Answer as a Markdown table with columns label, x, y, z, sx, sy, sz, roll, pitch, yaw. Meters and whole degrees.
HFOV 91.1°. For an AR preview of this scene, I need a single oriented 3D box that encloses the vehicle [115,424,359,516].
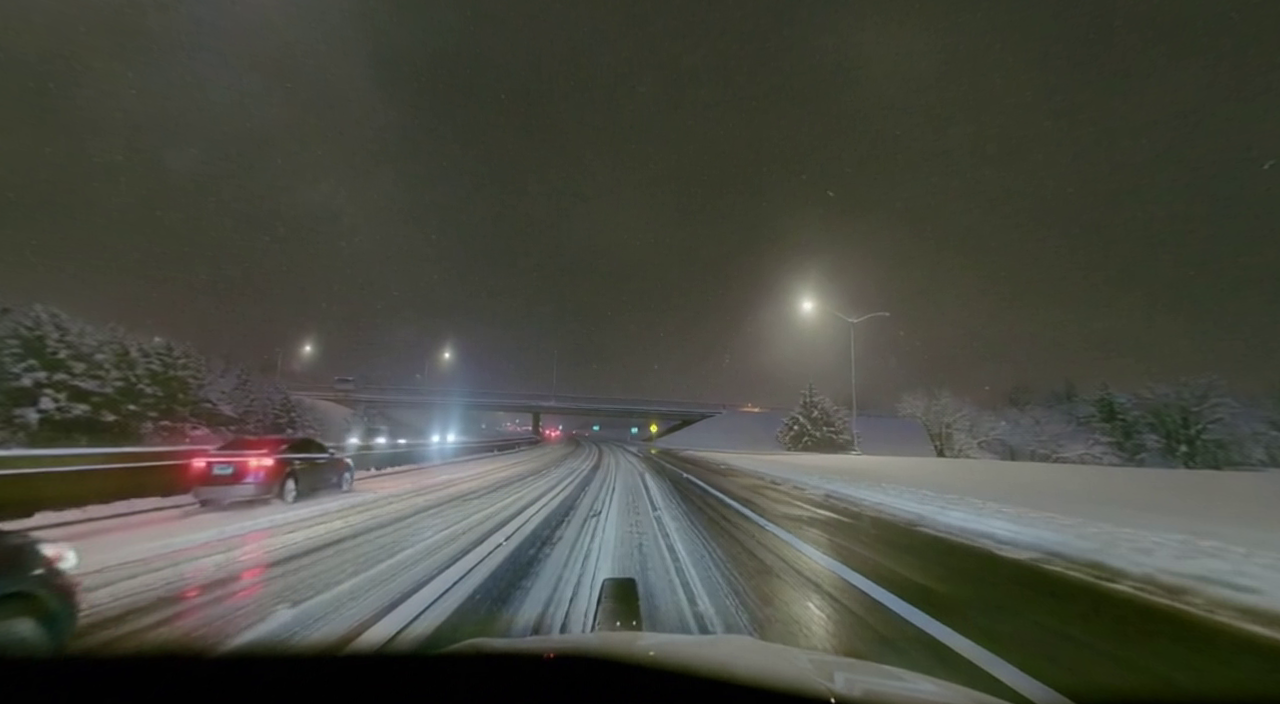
| label | x | y | z | sx | sy | sz | roll | pitch | yaw |
| --- | --- | --- | --- | --- | --- | --- | --- | --- | --- |
| vehicle | -7.454 | 2.191 | 12.318 | 1.979 | 1.476 | 4.324 | 0 | -8 | -1 |

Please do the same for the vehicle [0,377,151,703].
| label | x | y | z | sx | sy | sz | roll | pitch | yaw |
| --- | --- | --- | --- | --- | --- | --- | --- | --- | --- |
| vehicle | -3.983 | 0.704 | 1.251 | 2.123 | 1.601 | 4.887 | 0 | -8 | -1 |

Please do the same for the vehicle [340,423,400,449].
| label | x | y | z | sx | sy | sz | roll | pitch | yaw |
| --- | --- | --- | --- | --- | --- | --- | --- | --- | --- |
| vehicle | -16.718 | 5.244 | 39.169 | 1.866 | 1.519 | 4.398 | 0 | -8 | -2 |
